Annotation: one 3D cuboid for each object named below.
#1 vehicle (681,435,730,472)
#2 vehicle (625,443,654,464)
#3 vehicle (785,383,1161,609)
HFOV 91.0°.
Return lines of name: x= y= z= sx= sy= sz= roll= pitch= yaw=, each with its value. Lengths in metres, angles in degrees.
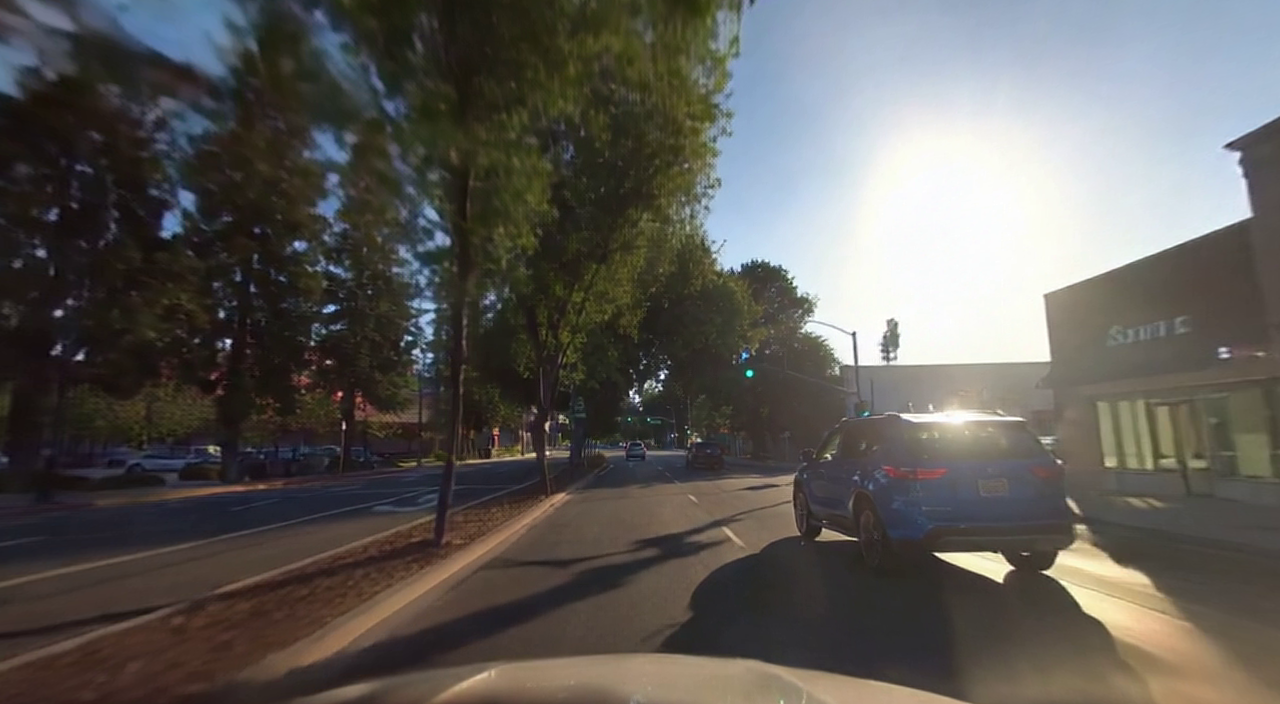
vehicle: x=3.486 y=5.513 z=34.432 sx=2.085 sy=1.828 sz=5.383 roll=0 pitch=-8 yaw=0
vehicle: x=-0.026 y=7.576 z=47.171 sx=2.131 sy=1.474 sz=4.146 roll=0 pitch=-8 yaw=0
vehicle: x=3.276 y=1.518 z=7.481 sx=2.033 sy=1.865 sz=4.360 roll=0 pitch=-8 yaw=0
